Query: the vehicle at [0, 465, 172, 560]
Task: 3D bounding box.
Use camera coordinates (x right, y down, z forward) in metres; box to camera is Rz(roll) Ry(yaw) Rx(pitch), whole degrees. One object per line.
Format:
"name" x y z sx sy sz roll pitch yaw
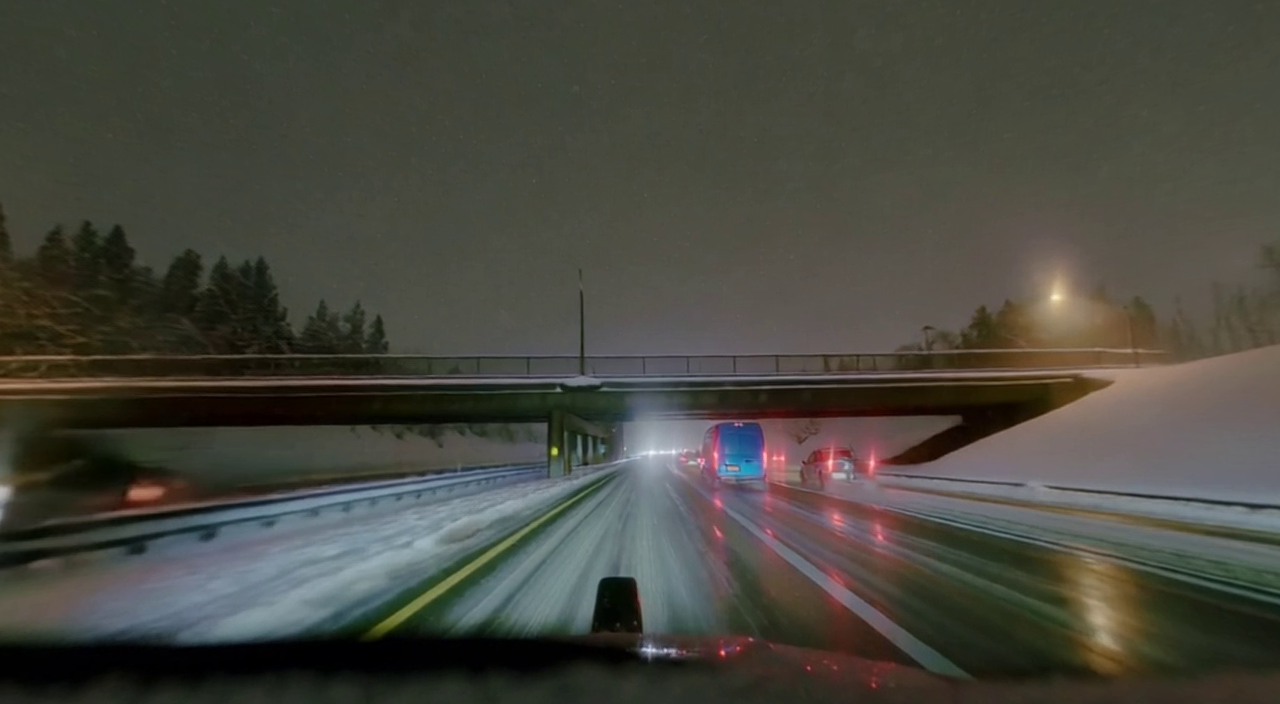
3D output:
"vehicle" -12.392 3.237 13.181 1.890 1.593 4.054 -1 -9 1

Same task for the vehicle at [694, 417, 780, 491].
"vehicle" 3.659 4.026 24.921 2.560 2.598 5.581 0 -9 1
